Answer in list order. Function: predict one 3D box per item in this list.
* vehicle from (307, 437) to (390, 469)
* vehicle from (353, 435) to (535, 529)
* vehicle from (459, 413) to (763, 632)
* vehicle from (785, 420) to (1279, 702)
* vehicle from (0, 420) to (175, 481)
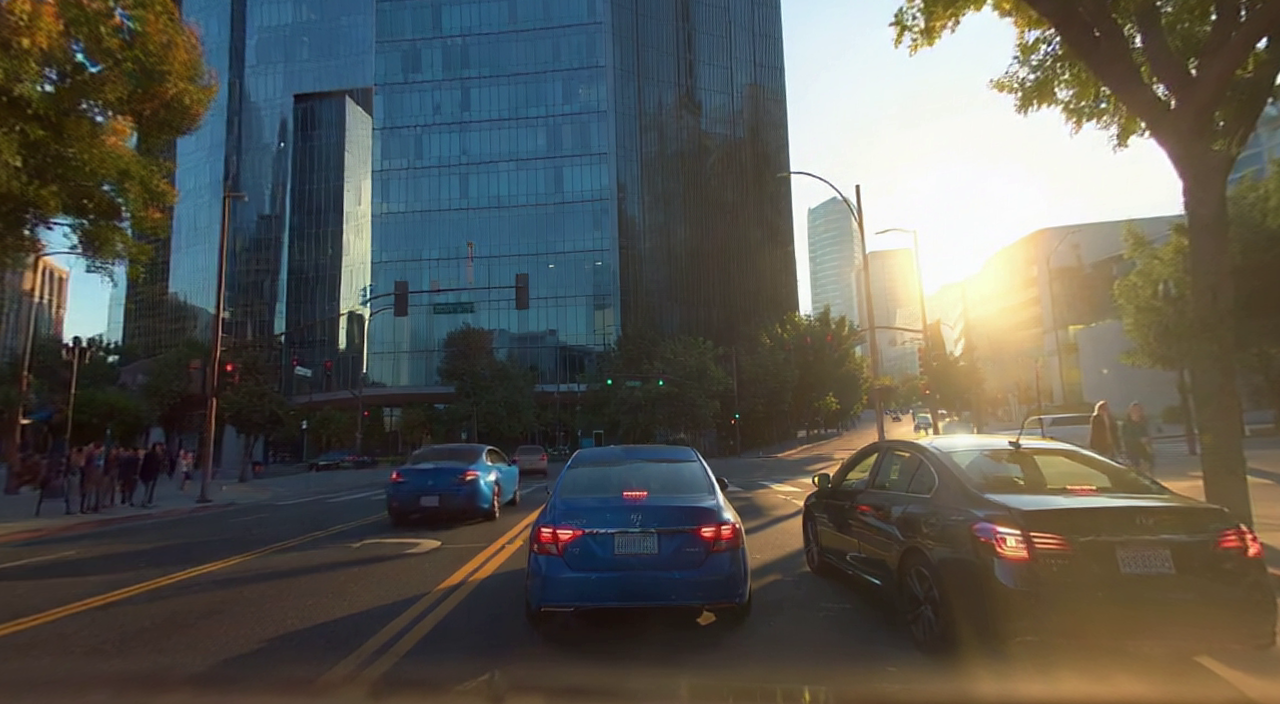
[{"bbox_3d":[-17.141,5.920,36.950,4.294,1.819,2.043,-4,-9,25],"label":"vehicle"},{"bbox_3d":[-3.438,2.359,12.083,1.957,1.427,4.531,0,-8,1],"label":"vehicle"},{"bbox_3d":[-0.268,1.464,6.399,2.072,1.476,4.078,0,-8,-2],"label":"vehicle"},{"bbox_3d":[2.752,1.406,5.449,1.952,1.464,4.165,0,-8,-1],"label":"vehicle"},{"bbox_3d":[-28.372,5.064,32.363,6.756,2.955,2.367,0,-8,0],"label":"vehicle"}]
